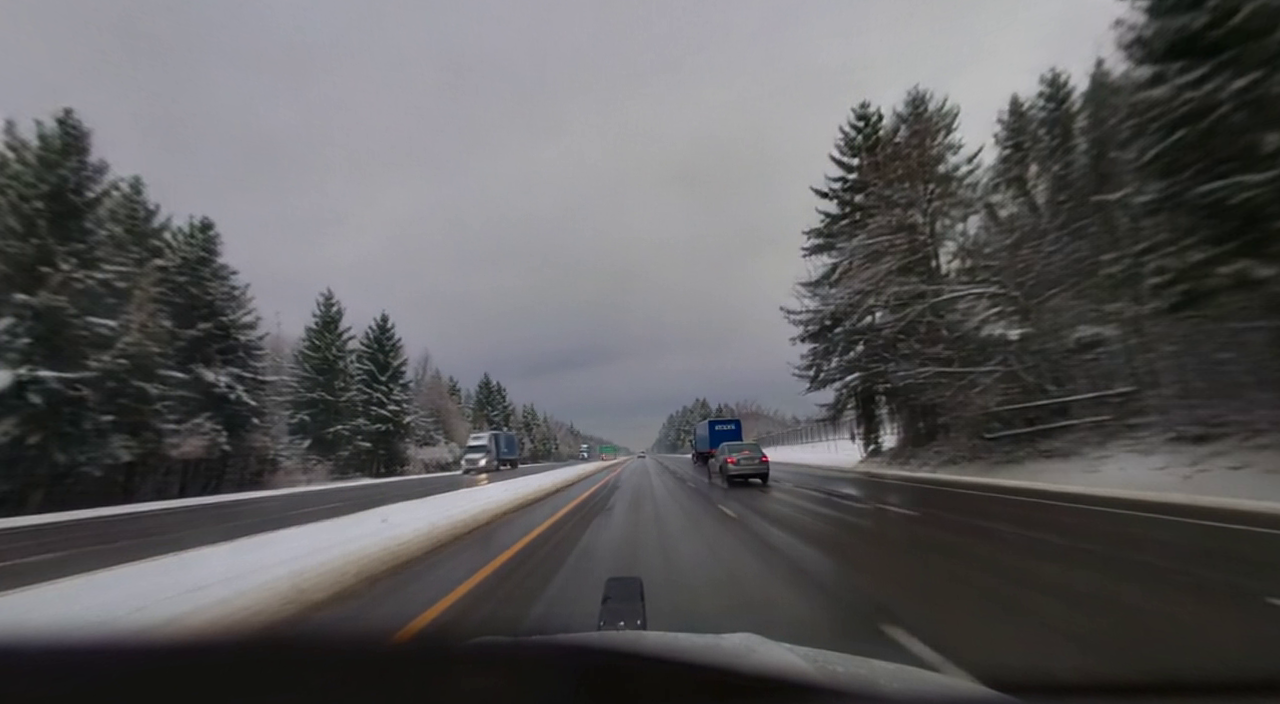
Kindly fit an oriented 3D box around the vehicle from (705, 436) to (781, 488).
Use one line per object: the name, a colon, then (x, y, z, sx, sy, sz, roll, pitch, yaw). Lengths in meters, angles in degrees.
vehicle: (3.762, 4.115, 23.787, 2.093, 1.742, 4.167, 0, -9, -1)
